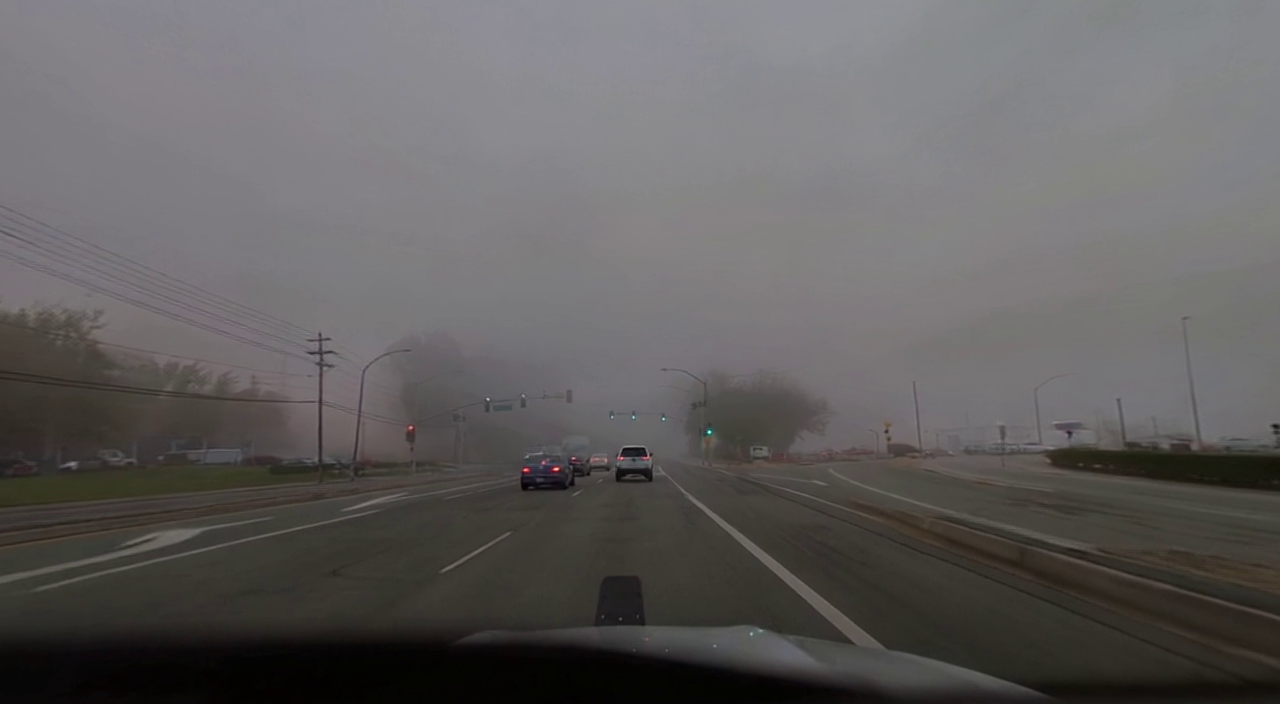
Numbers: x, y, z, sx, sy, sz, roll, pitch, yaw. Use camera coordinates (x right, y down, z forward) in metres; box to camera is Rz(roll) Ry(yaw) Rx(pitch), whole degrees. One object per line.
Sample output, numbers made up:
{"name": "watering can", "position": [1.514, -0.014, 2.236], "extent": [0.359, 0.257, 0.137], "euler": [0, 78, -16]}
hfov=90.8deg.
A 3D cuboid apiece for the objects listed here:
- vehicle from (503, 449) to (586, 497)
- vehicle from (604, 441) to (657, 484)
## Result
{"name": "vehicle", "position": [-3.133, 4.073, 21.719], "extent": [2.064, 1.464, 4.373], "euler": [0, -8, 2]}
{"name": "vehicle", "position": [-0.383, 5.130, 29.540], "extent": [2.276, 1.850, 3.897], "euler": [0, -8, 1]}
